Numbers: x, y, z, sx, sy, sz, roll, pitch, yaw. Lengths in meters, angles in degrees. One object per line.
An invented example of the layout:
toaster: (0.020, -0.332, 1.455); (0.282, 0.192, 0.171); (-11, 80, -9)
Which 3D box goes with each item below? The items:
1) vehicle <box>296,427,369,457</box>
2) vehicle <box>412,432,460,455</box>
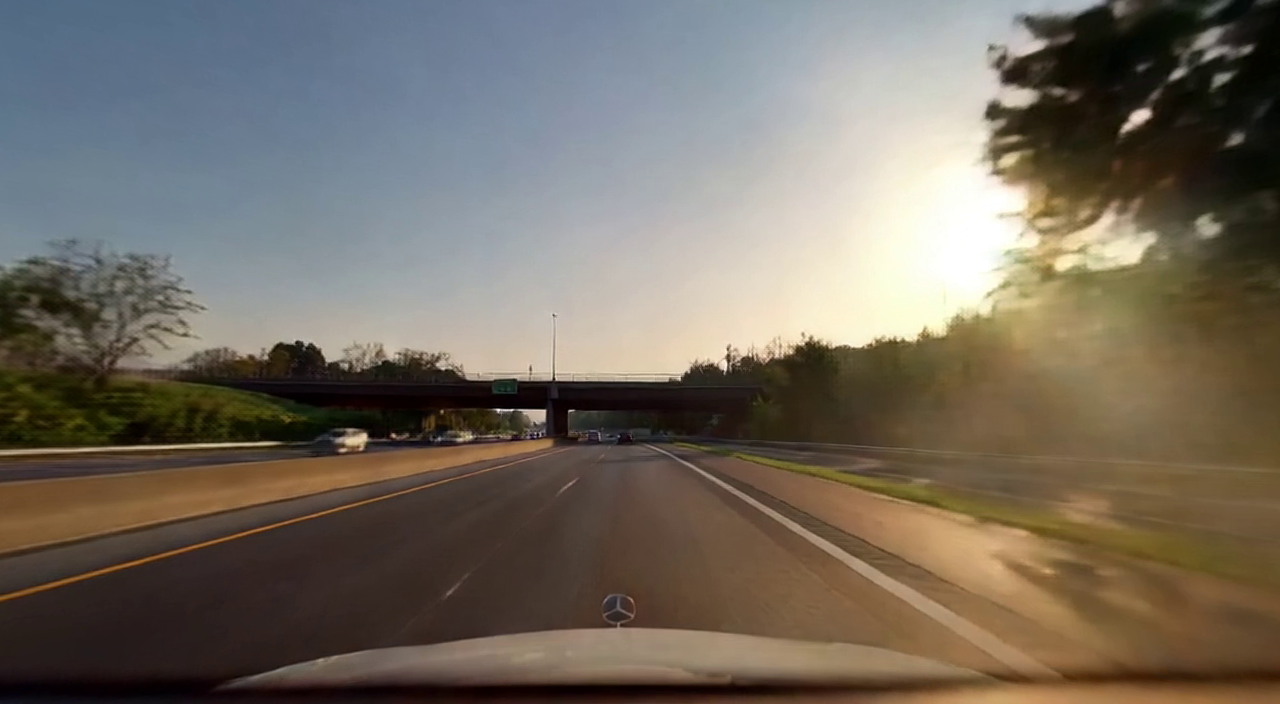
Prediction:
vehicle: (-17.214, 5.071, 35.453); (1.911, 1.550, 4.369); (0, -8, -1)
vehicle: (-13.475, 6.040, 41.767); (1.807, 1.435, 4.133); (0, -8, 1)
